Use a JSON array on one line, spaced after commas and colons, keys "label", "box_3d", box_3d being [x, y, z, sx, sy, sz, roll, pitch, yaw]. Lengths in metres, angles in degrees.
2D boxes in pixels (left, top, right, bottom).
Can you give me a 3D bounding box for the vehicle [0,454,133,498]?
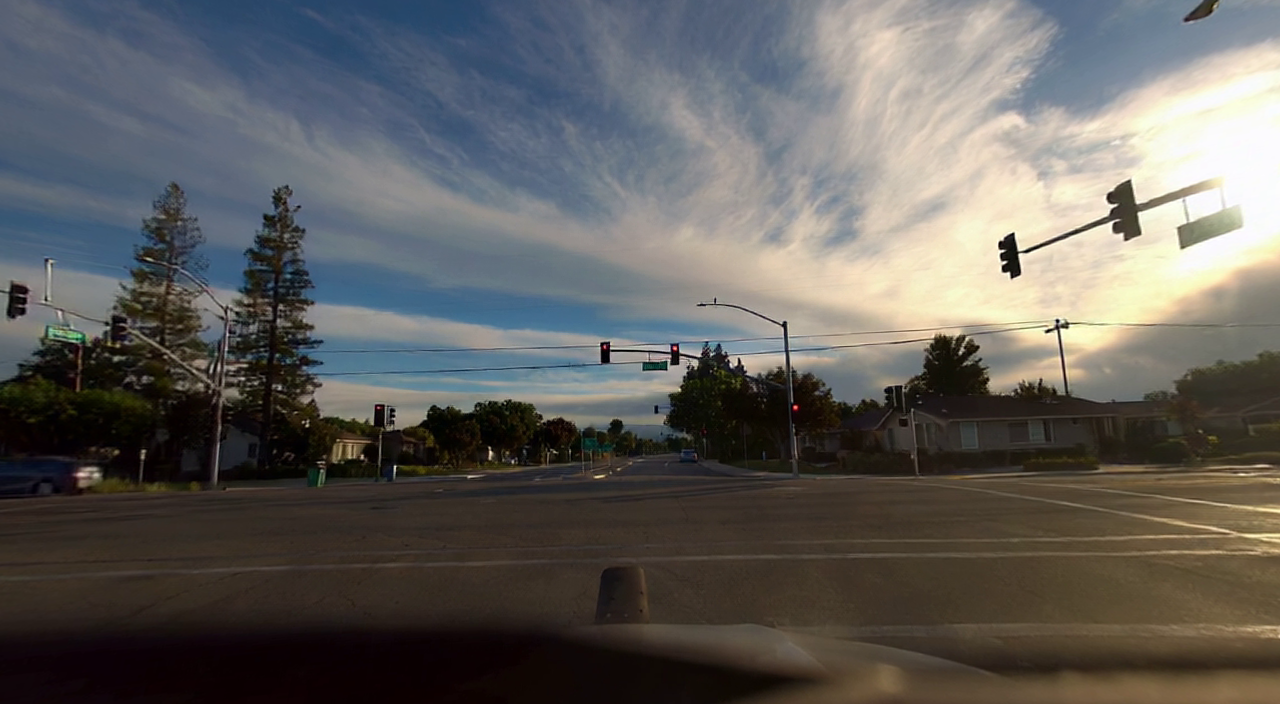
[{"label": "vehicle", "box_3d": [-21.377, 4.433, 22.745, 4.562, 1.460, 1.822, 0, -8, 0]}]
